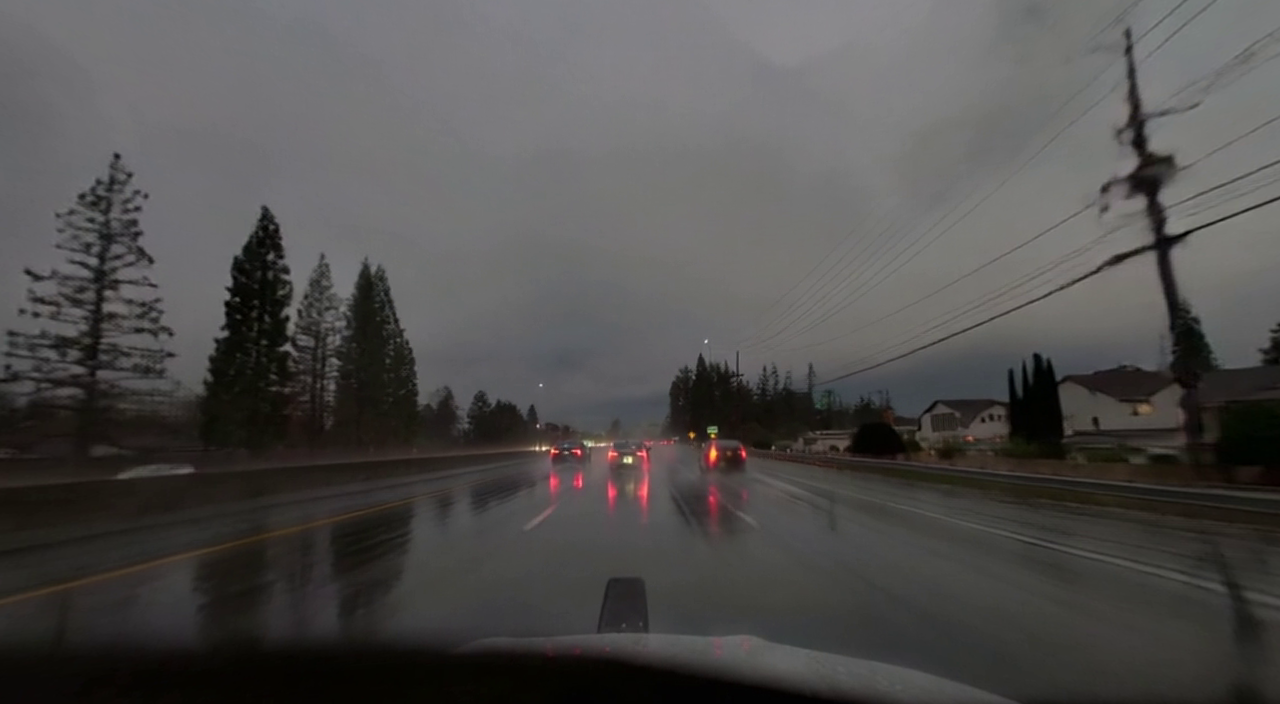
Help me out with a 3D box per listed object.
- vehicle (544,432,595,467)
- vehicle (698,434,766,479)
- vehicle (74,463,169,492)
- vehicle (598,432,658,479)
[{"bbox_3d":[-3.779,5.376,34.839,2.217,1.773,4.553,0,-8,1],"label":"vehicle"},{"bbox_3d":[3.439,3.983,24.300,1.996,1.579,3.841,0,-8,-1],"label":"vehicle"},{"bbox_3d":[-31.599,7.622,38.604,1.941,1.497,4.519,0,-8,1],"label":"vehicle"},{"bbox_3d":[-0.386,3.913,24.037,2.049,1.620,4.153,0,-8,1],"label":"vehicle"}]
